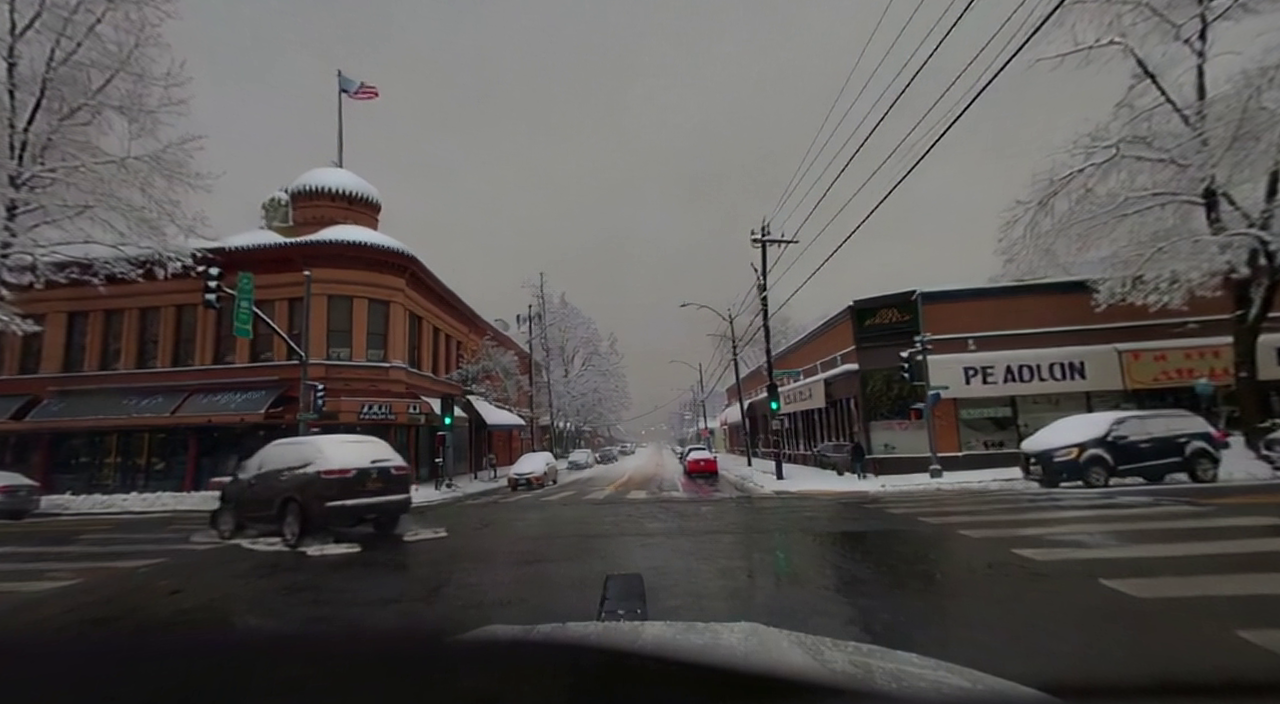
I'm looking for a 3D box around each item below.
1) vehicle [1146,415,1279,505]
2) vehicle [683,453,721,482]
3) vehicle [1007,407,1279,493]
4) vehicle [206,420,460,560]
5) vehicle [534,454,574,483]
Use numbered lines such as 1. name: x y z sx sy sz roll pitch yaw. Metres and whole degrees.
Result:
1. vehicle: 13.546 2.006 12.645 4.815 1.501 2.157 -5 -9 2
2. vehicle: 3.656 6.863 37.695 2.062 1.526 3.989 -1 -8 3
3. vehicle: 12.673 2.393 15.496 5.716 1.894 2.433 -1 -8 2
4. vehicle: -5.519 2.291 11.116 4.611 1.882 2.440 -10 -13 43
5. vehicle: -5.671 7.710 42.106 2.044 1.711 4.048 0 -8 1
